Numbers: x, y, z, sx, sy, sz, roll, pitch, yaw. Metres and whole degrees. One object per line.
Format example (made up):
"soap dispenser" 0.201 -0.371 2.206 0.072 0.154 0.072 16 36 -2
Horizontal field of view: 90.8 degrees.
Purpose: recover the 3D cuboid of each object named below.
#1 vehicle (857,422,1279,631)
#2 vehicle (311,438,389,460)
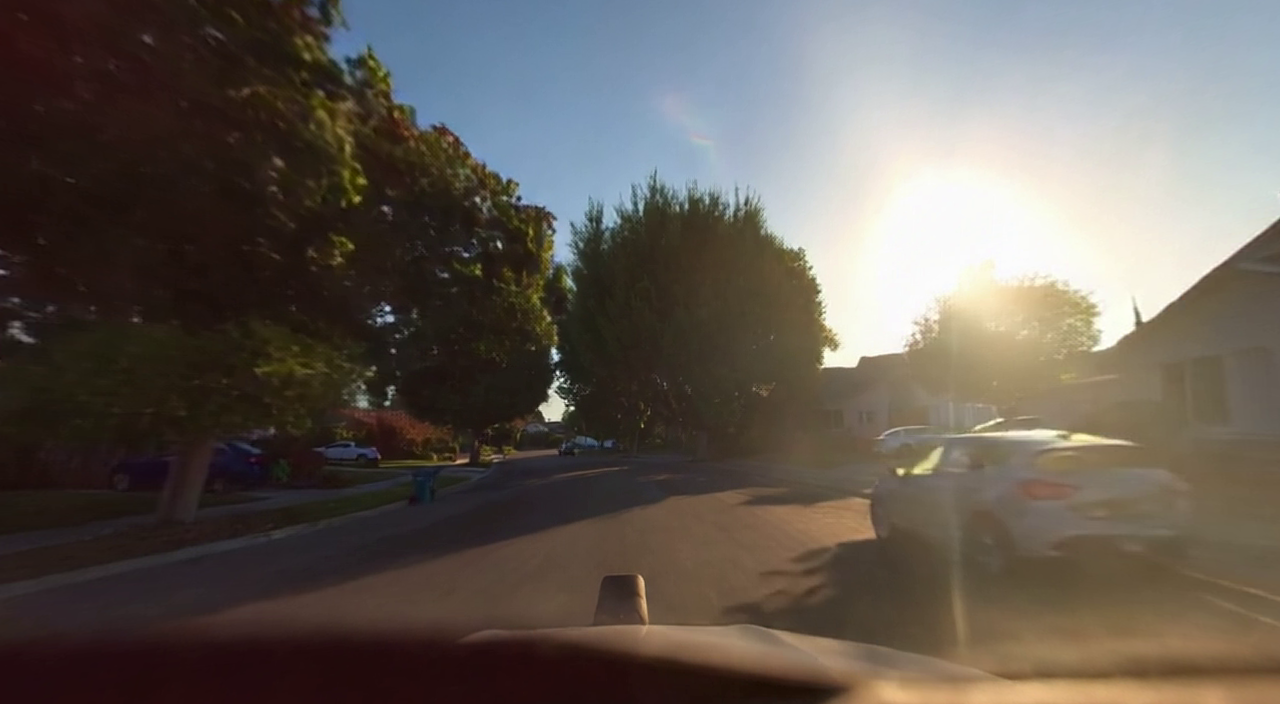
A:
"vehicle" 4.318 1.630 6.983 2.088 1.522 4.449 0 -9 -2
"vehicle" -20.680 6.970 45.242 4.654 1.457 1.986 3 -10 -10
